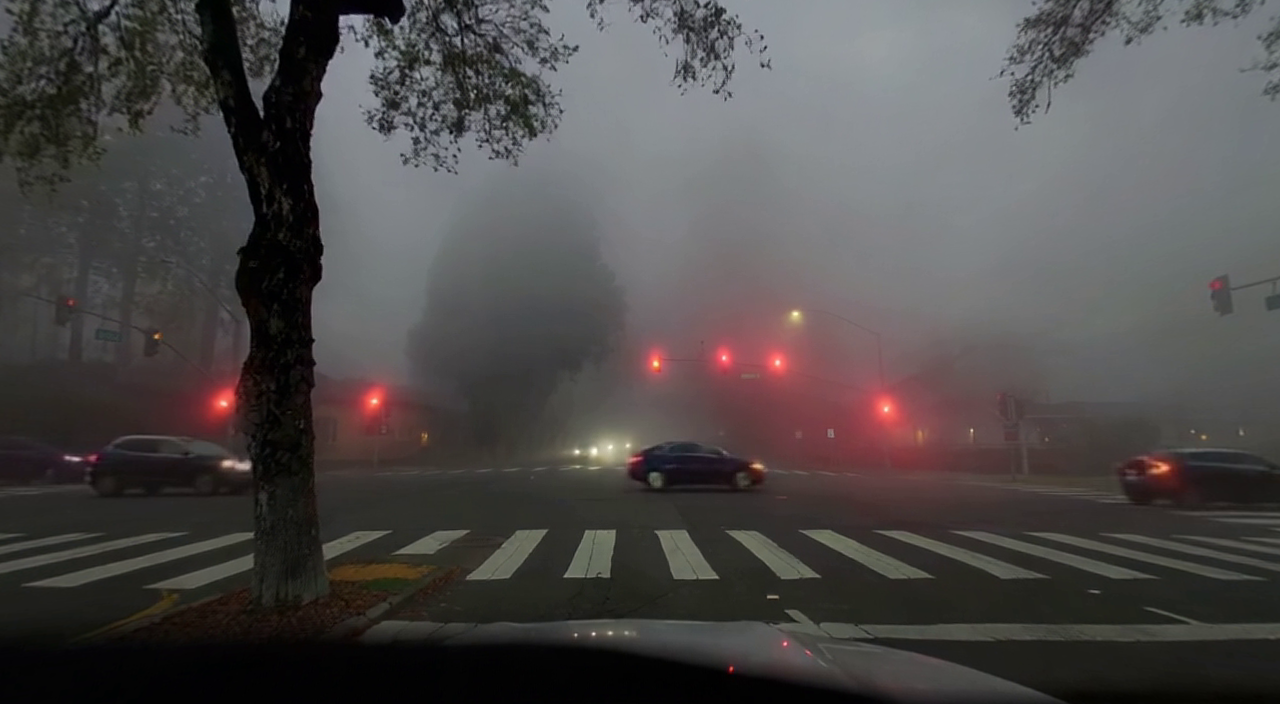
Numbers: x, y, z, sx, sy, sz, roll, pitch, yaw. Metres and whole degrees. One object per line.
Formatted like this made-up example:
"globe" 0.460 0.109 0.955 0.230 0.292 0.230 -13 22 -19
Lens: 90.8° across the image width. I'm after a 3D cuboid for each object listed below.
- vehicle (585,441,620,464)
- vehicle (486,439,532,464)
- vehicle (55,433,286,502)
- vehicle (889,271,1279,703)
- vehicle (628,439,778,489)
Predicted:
"vehicle" -2.436 6.713 42.260 2.046 1.491 4.118 0 -9 1
"vehicle" -8.967 6.862 43.641 2.028 1.654 5.027 0 -9 1
"vehicle" -12.070 2.981 16.519 4.332 1.682 2.025 0 -9 -1
"vehicle" 2.706 0.713 1.717 2.085 1.800 4.908 0 -9 1
"vehicle" 1.891 3.539 20.154 4.537 1.501 1.950 0 -9 -1
